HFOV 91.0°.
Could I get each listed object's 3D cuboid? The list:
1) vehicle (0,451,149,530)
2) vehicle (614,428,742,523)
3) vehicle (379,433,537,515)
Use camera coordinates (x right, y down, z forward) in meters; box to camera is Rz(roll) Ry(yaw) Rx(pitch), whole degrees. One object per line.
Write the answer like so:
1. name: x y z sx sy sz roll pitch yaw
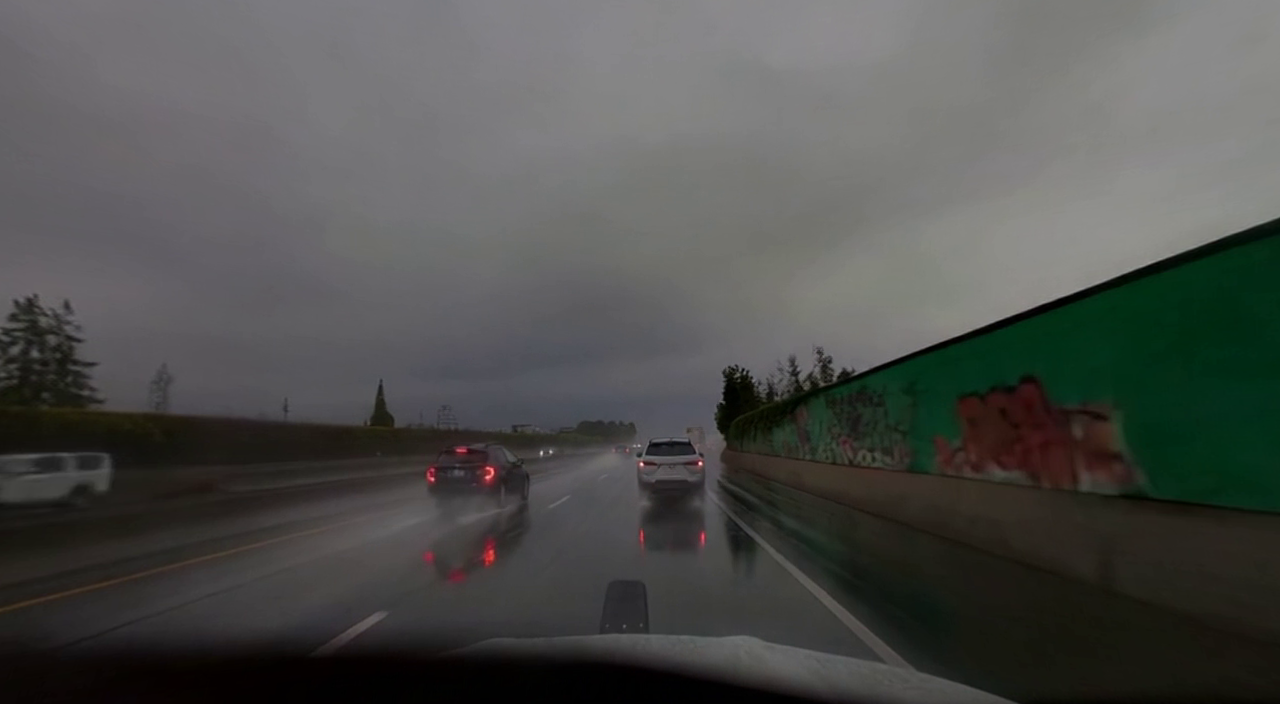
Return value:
1. vehicle: -14.872 3.235 15.092 2.168 1.641 4.958 0 -8 0
2. vehicle: 0.649 2.303 12.288 2.077 1.533 3.854 0 -8 1
3. vehicle: -3.687 2.545 13.676 2.059 1.471 4.152 0 -8 2
